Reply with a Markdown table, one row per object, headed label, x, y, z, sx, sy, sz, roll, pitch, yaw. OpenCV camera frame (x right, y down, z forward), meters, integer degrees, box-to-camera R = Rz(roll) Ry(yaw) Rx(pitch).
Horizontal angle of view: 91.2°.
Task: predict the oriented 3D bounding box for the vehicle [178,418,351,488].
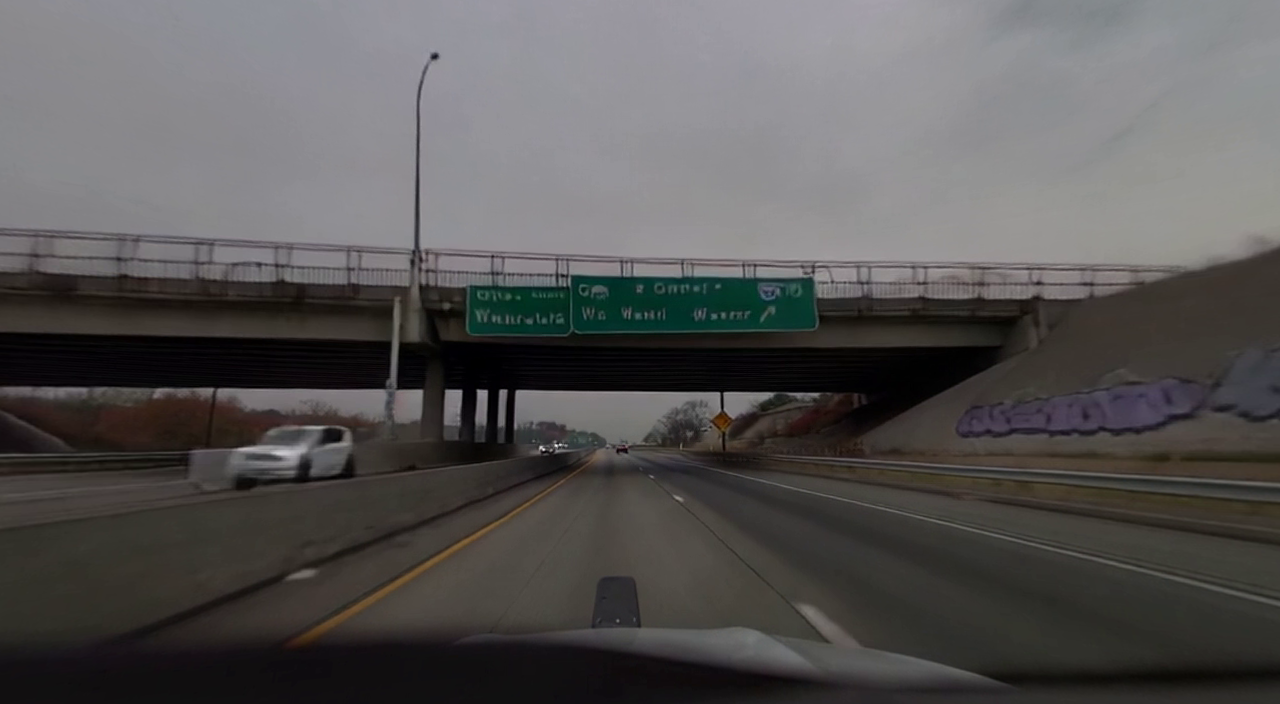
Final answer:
| label | x | y | z | sx | sy | sz | roll | pitch | yaw |
| --- | --- | --- | --- | --- | --- | --- | --- | --- | --- |
| vehicle | -9.469 | 2.609 | 16.304 | 1.931 | 1.553 | 4.205 | 0 | -9 | -1 |
